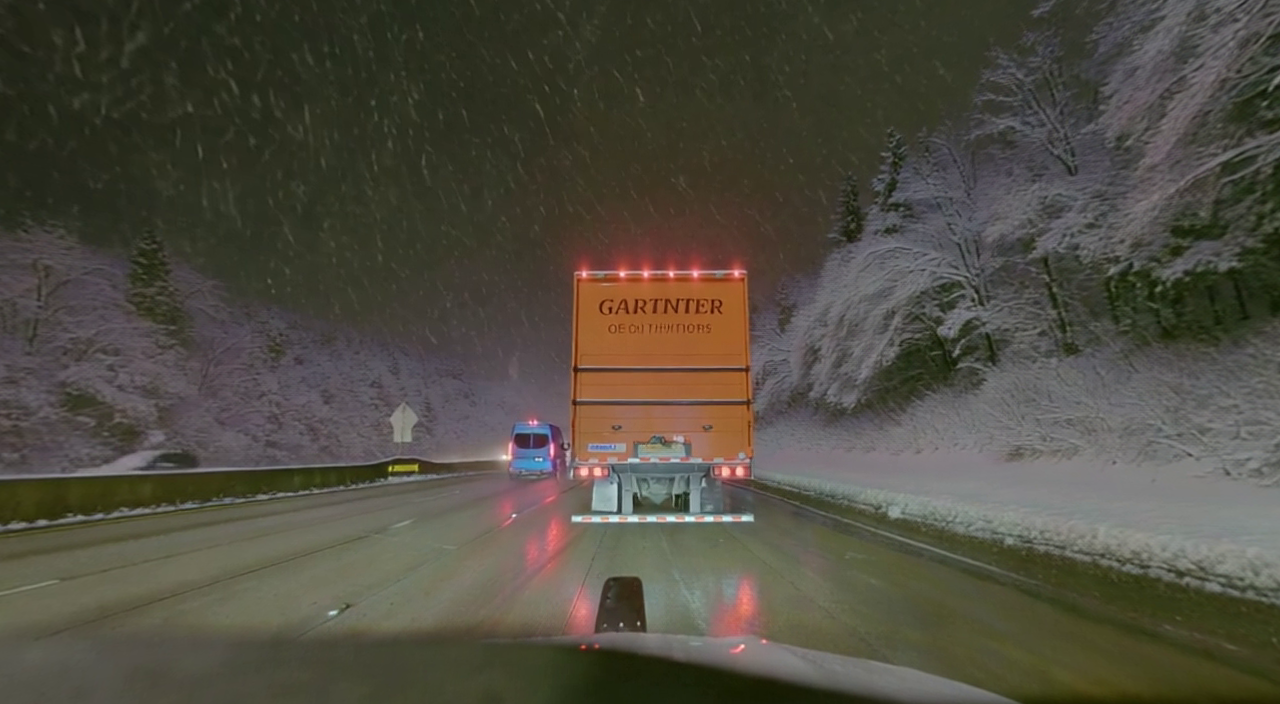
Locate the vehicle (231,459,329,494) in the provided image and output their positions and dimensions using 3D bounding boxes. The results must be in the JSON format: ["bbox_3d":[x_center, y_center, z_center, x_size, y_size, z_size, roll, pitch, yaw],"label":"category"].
[{"bbox_3d":[-17.518,6.044,31.013,1.985,1.491,4.900,0,-9,-1],"label":"vehicle"}]

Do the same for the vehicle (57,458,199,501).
[{"bbox_3d":[-21.106,5.238,26.349,1.963,1.545,4.717,0,-9,0],"label":"vehicle"}]

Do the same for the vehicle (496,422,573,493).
[{"bbox_3d":[-4.048,4.207,25.297,2.208,2.522,5.187,0,-9,0],"label":"vehicle"}]

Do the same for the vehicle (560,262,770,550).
[{"bbox_3d":[0.415,1.518,14.110,2.853,4.054,10.557,0,-9,1],"label":"vehicle"}]
